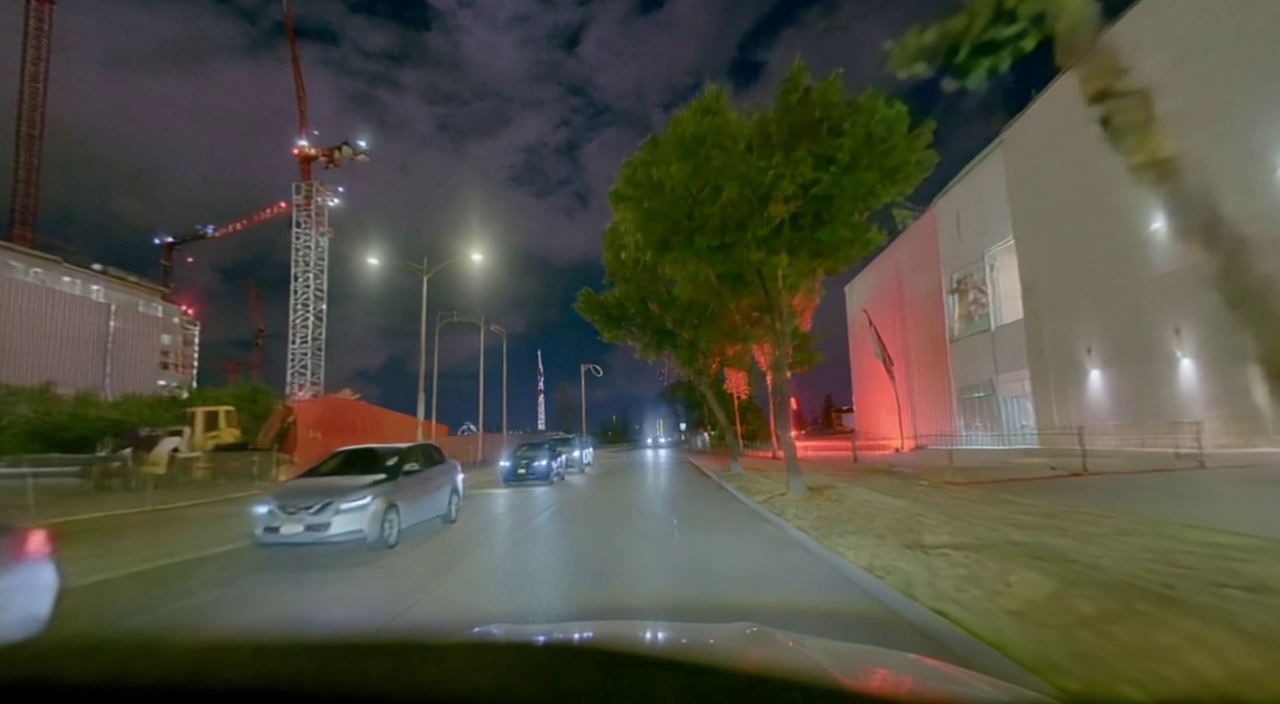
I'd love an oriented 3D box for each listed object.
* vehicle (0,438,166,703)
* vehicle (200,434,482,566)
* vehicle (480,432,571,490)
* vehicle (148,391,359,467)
[{"bbox_3d":[-4.117,0.972,1.843,1.996,1.411,4.370,-1,-8,1],"label":"vehicle"},{"bbox_3d":[-3.929,1.964,9.331,1.948,1.460,4.394,0,-8,1],"label":"vehicle"},{"bbox_3d":[-3.504,3.412,20.170,1.980,1.635,4.153,-1,-8,2],"label":"vehicle"},{"bbox_3d":[-13.361,2.707,22.022,6.039,2.449,2.273,-1,-8,6],"label":"vehicle"}]
